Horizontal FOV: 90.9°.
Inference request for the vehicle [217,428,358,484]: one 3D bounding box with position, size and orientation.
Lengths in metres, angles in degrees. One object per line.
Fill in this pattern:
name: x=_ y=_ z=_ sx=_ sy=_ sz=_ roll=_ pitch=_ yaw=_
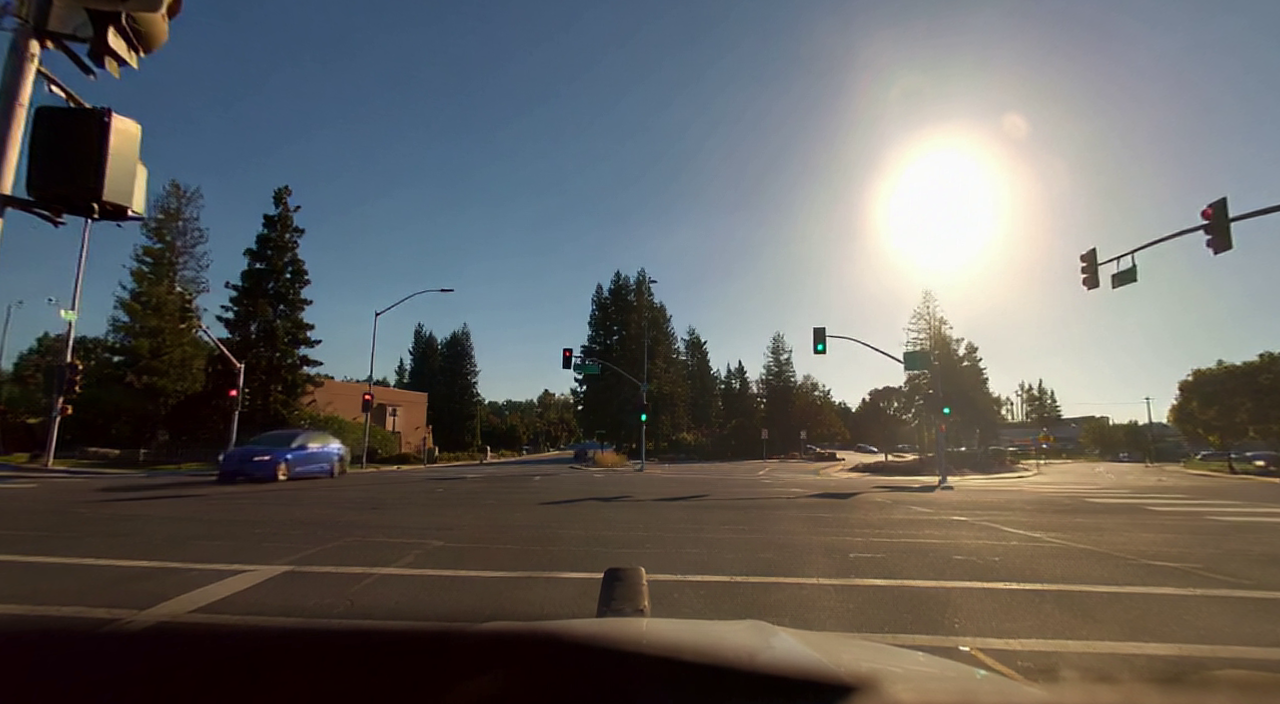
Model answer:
vehicle: x=-12.700 y=3.772 z=23.221 sx=2.238 sy=1.827 sz=5.007 roll=0 pitch=-8 yaw=0
